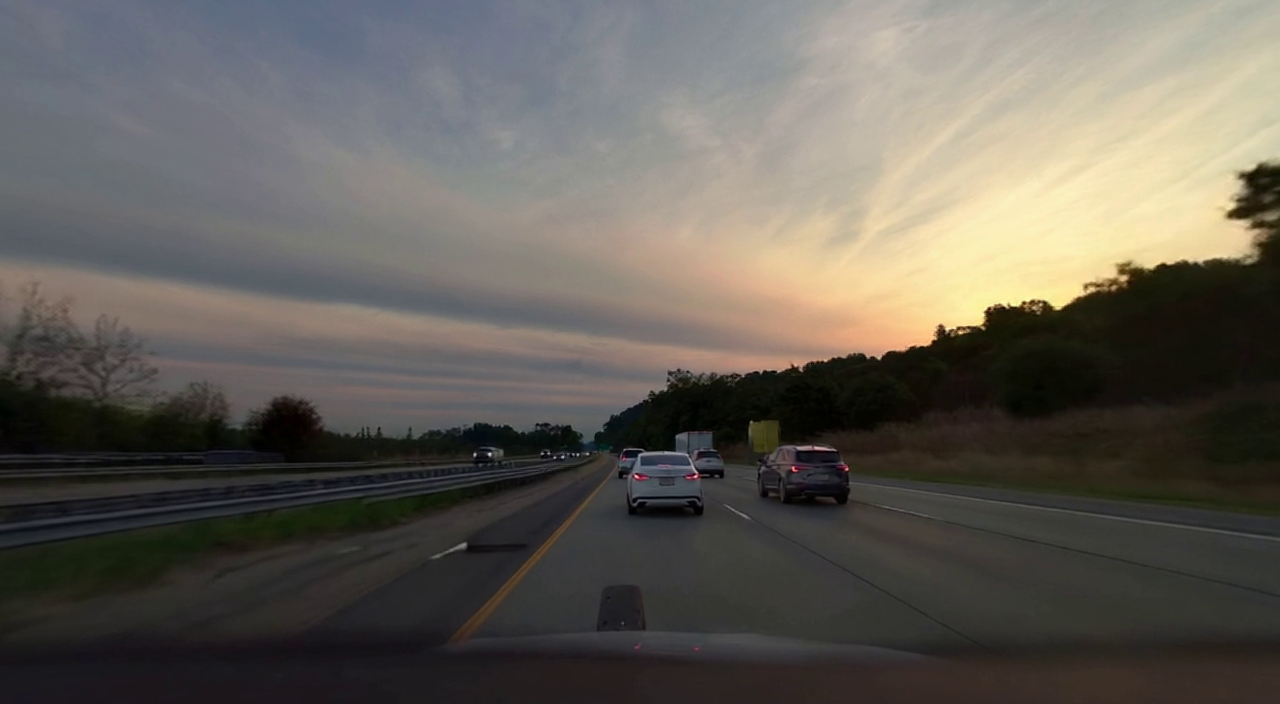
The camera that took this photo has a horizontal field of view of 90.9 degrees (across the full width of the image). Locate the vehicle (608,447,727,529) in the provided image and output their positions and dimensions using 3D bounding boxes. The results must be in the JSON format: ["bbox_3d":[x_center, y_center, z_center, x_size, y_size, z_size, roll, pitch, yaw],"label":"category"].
[{"bbox_3d":[0.445,2.701,13.051,2.094,1.426,3.725,0,-9,-1],"label":"vehicle"}]

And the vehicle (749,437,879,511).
[{"bbox_3d":[4.351,3.142,16.677,1.998,1.657,4.604,0,-9,-2],"label":"vehicle"}]
